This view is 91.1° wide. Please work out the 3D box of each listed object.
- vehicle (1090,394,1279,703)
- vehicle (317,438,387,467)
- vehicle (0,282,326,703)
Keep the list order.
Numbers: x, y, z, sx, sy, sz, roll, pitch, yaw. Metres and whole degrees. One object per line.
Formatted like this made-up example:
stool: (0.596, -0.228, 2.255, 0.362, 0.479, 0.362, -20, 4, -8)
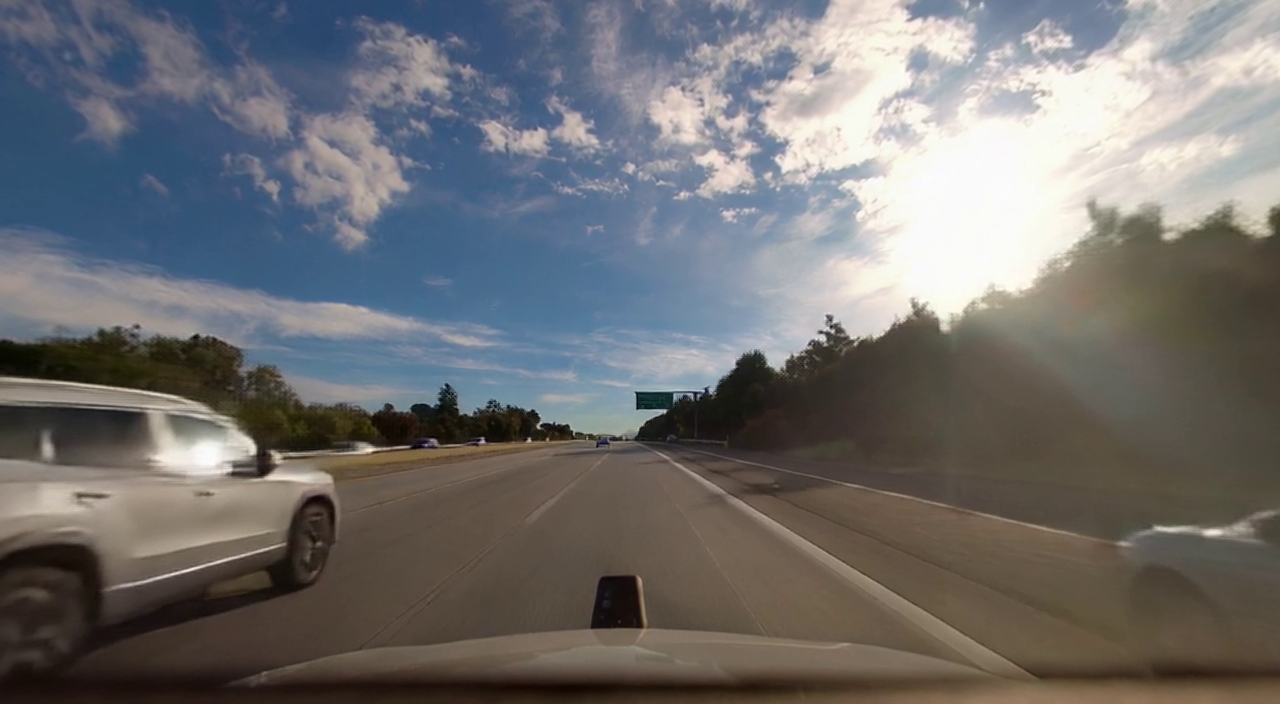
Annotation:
vehicle: (3.656, 0.761, 1.524, 1.817, 1.465, 4.415, 0, -8, -1)
vehicle: (-16.126, 5.604, 35.441, 1.914, 1.504, 4.422, 0, -8, -1)
vehicle: (-3.591, 0.593, 2.274, 2.106, 1.779, 5.610, 0, -8, -1)
